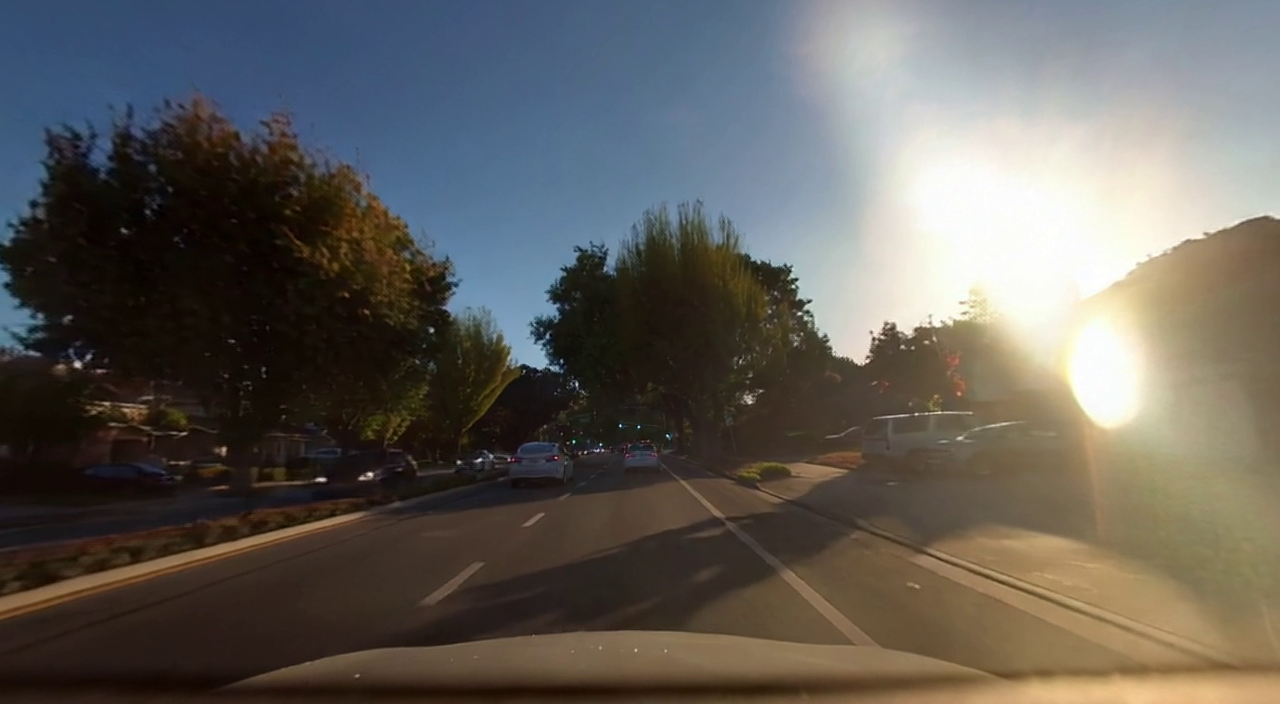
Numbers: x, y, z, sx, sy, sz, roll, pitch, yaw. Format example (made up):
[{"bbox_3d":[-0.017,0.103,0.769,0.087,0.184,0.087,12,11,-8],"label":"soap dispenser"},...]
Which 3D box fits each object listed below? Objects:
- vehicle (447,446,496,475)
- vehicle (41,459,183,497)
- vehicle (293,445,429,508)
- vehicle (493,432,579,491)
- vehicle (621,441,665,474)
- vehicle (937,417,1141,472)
[{"bbox_3d":[-11.863,7.628,44.777,2.070,1.752,4.629,-5,-8,0],"label":"vehicle"},{"bbox_3d":[-22.793,5.433,27.405,4.370,1.496,1.887,0,-8,-3],"label":"vehicle"},{"bbox_3d":[-8.159,3.640,19.022,1.983,1.538,4.575,-3,-8,1],"label":"vehicle"},{"bbox_3d":[-3.388,3.673,21.583,2.157,1.771,4.452,0,-8,0],"label":"vehicle"},{"bbox_3d":[0.110,5.223,31.580,2.062,1.518,3.901,0,-8,0],"label":"vehicle"},{"bbox_3d":[11.326,2.660,18.203,4.573,1.461,1.867,0,-8,0],"label":"vehicle"}]
